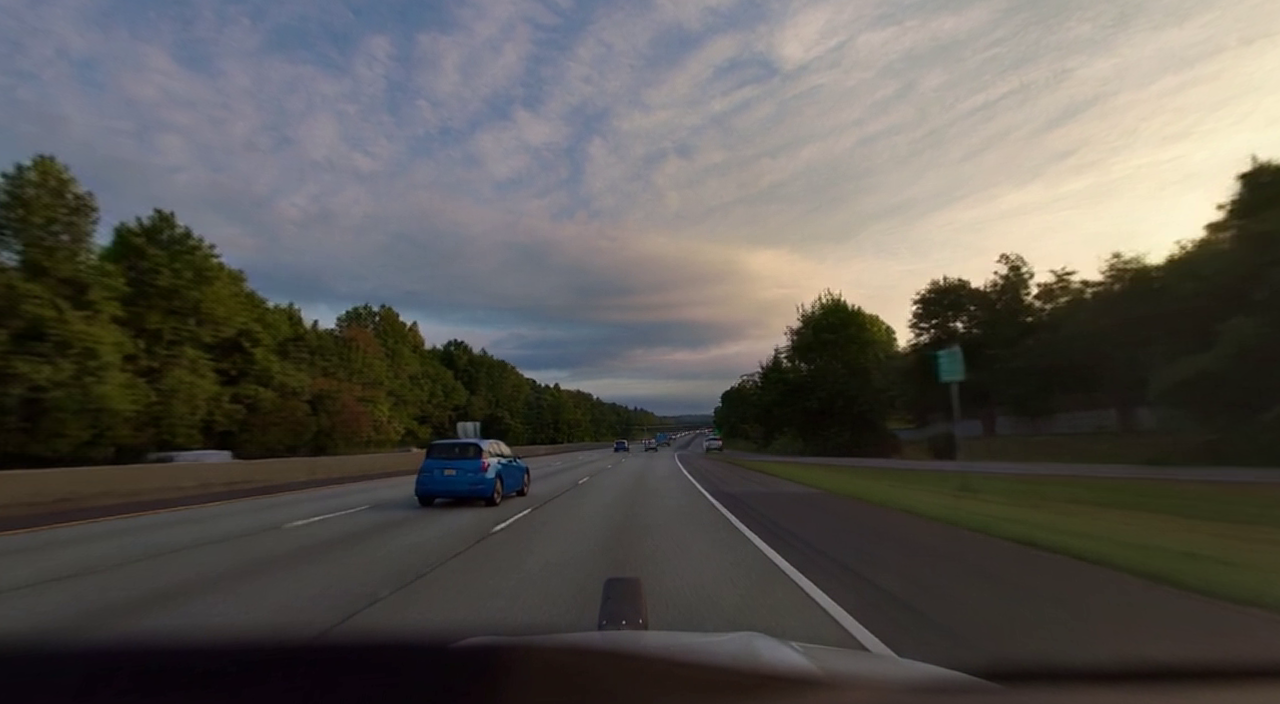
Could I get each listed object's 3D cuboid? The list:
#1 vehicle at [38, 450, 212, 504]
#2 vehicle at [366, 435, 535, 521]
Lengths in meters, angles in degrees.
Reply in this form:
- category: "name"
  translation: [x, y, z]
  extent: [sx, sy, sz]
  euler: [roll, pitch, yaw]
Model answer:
- category: "vehicle"
  translation: [-15.599, 3.765, 19.420]
  extent: [1.914, 1.449, 4.033]
  euler: [0, -8, 0]
- category: "vehicle"
  translation: [-3.609, 2.478, 13.016]
  extent: [1.996, 1.454, 4.495]
  euler: [0, -8, 2]
